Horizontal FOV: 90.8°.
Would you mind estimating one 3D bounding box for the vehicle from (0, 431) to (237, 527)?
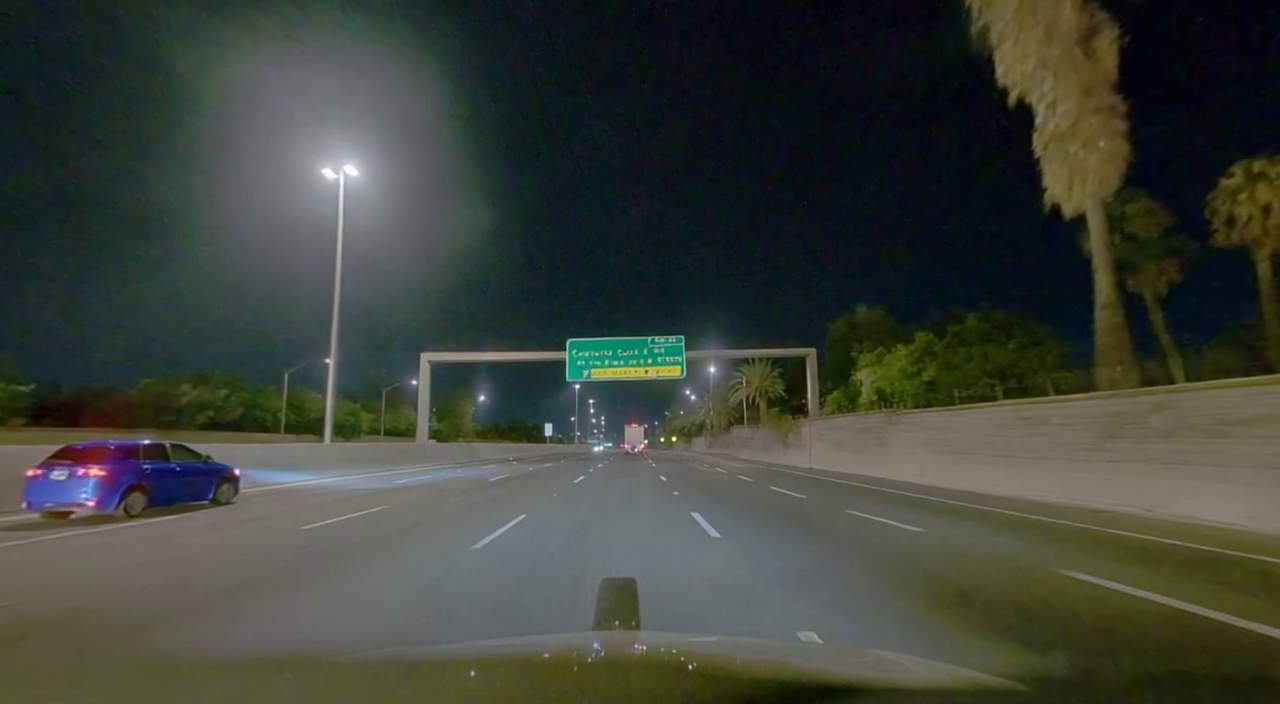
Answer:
[{"bbox_3d":[-10.608,2.510,13.039,1.897,1.653,4.113,0,-9,-1],"label":"vehicle"}]
